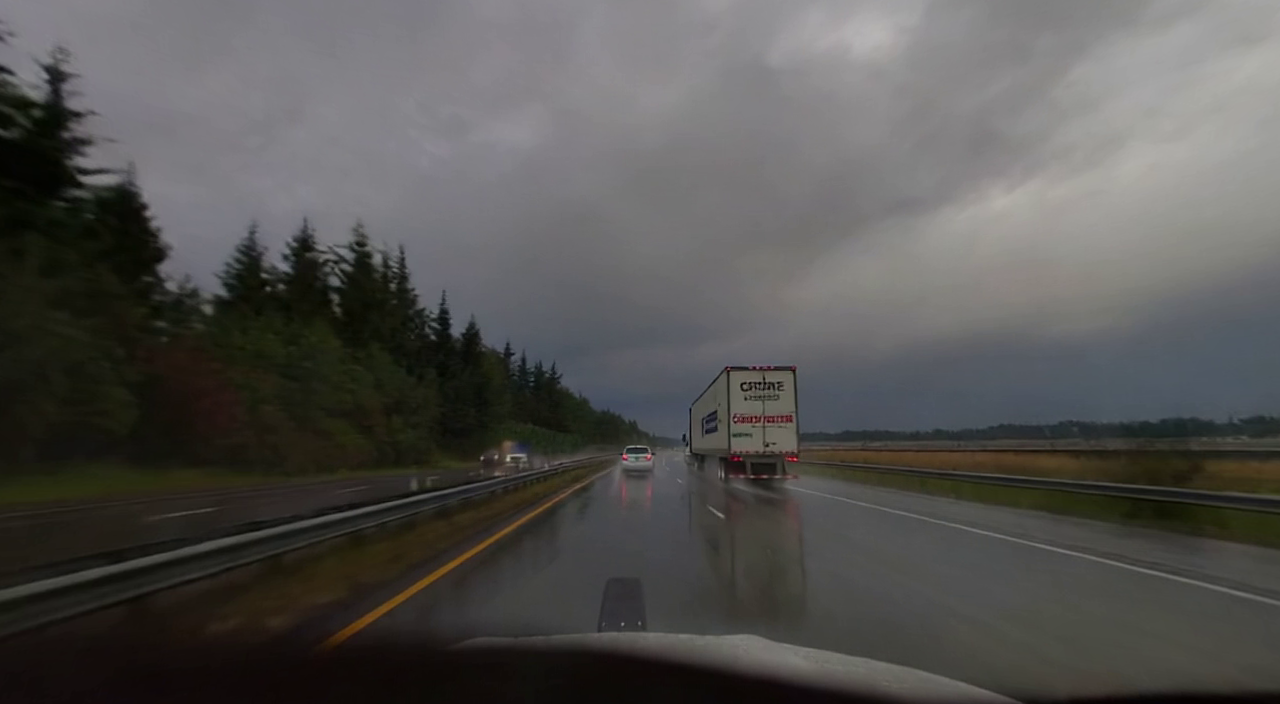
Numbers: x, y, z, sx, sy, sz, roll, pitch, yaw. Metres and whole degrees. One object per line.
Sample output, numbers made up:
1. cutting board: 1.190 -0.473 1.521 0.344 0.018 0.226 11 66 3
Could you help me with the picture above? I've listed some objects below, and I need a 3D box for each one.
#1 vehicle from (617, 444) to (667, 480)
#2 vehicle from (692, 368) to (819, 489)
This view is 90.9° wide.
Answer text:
1. vehicle: 0.065 4.914 28.243 2.074 1.475 3.960 0 -9 0
2. vehicle: 4.476 3.681 28.481 2.909 4.074 14.457 0 -9 0
